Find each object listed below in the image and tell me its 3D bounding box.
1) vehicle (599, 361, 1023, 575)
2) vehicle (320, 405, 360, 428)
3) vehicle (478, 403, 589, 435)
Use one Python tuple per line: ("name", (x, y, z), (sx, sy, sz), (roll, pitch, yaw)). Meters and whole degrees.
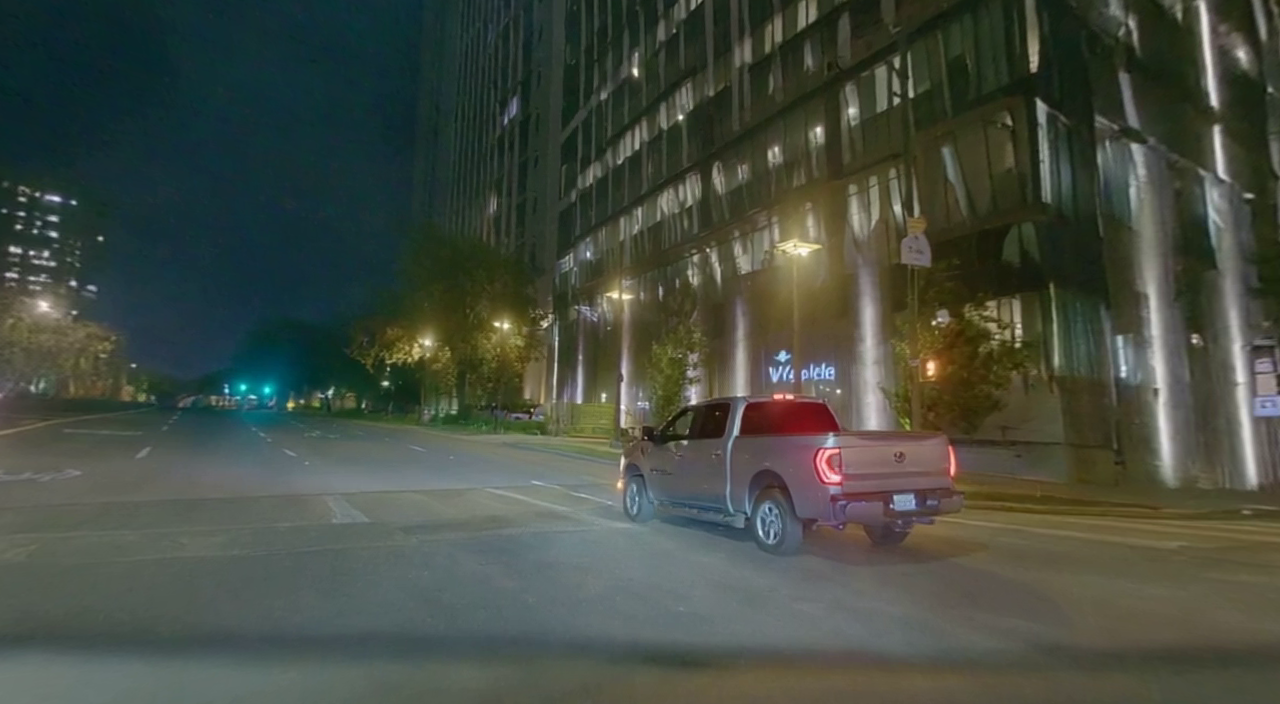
("vehicle", (1.696, 1.483, 8.799), (2.402, 1.922, 5.677), (5, -10, -28))
("vehicle", (-21.666, 4.685, 45.535), (1.842, 1.467, 4.633), (6, -10, -34))
("vehicle", (-7.783, 5.002, 46.647), (7.551, 2.142, 2.896), (5, -8, -35))
